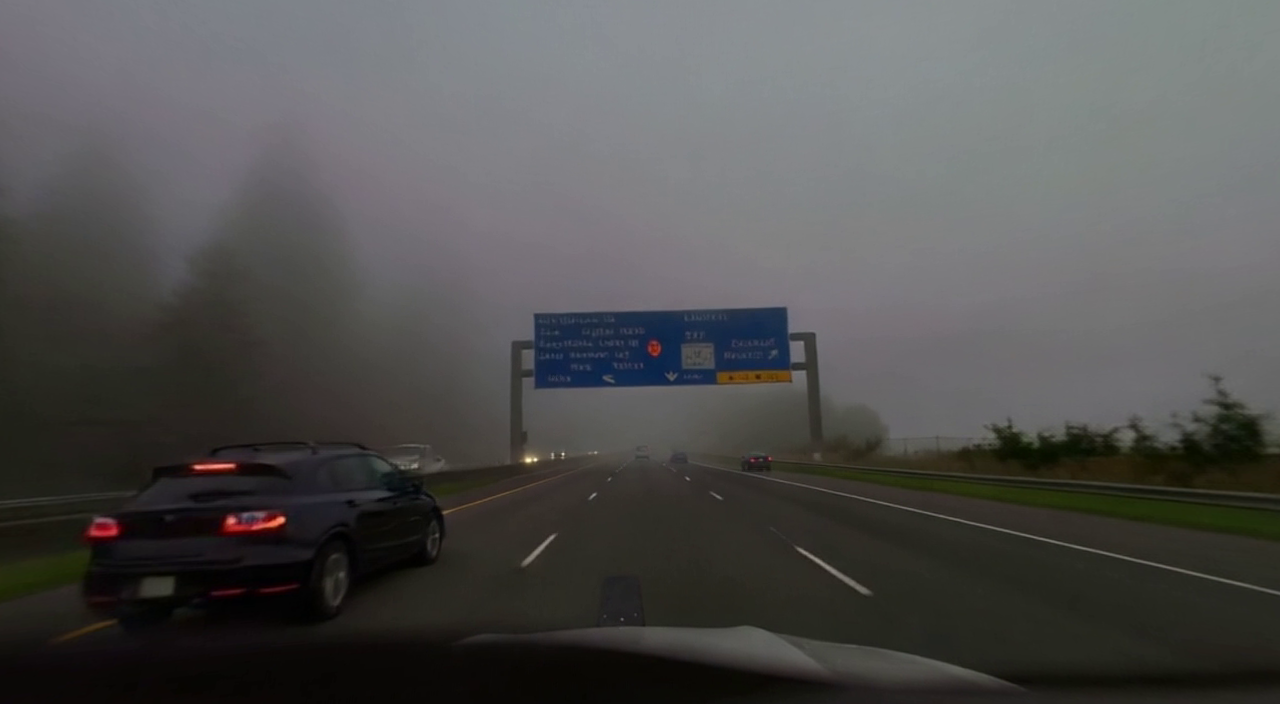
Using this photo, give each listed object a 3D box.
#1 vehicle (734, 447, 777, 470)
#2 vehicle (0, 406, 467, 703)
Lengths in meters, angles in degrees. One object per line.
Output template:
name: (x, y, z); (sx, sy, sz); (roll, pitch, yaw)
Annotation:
vehicle: (7.798, 7.231, 42.909); (1.943, 1.493, 4.507); (0, -9, -1)
vehicle: (-3.221, 1.393, 5.427); (2.191, 1.563, 4.318); (0, -9, 1)
